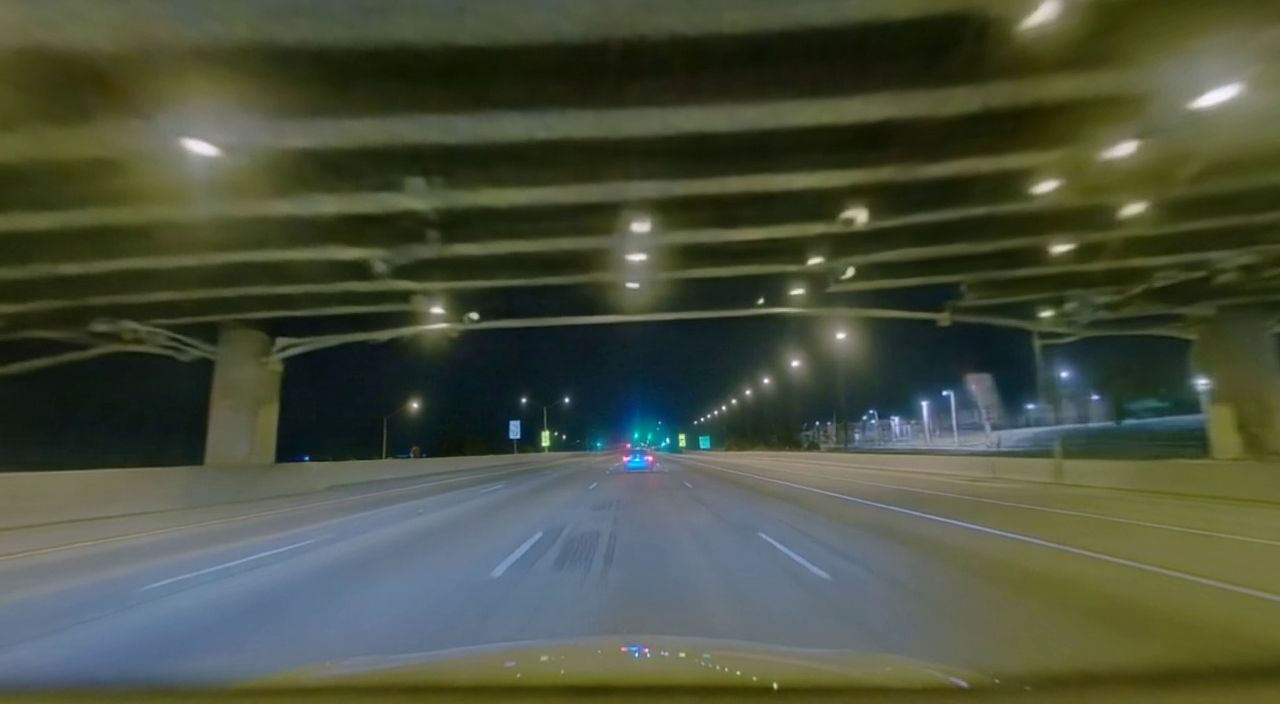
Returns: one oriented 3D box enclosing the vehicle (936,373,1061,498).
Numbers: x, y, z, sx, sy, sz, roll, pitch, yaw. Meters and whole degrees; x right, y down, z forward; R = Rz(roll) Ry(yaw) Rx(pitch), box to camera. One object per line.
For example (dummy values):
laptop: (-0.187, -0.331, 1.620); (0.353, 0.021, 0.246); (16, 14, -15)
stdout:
vehicle: (11.252, 2.664, 20.035); (2.135, 3.652, 2.845); (-1, -9, 3)

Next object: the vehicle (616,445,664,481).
vehicle: (-0.065, 5.038, 28.842); (2.055, 1.501, 4.321); (0, -9, -2)
